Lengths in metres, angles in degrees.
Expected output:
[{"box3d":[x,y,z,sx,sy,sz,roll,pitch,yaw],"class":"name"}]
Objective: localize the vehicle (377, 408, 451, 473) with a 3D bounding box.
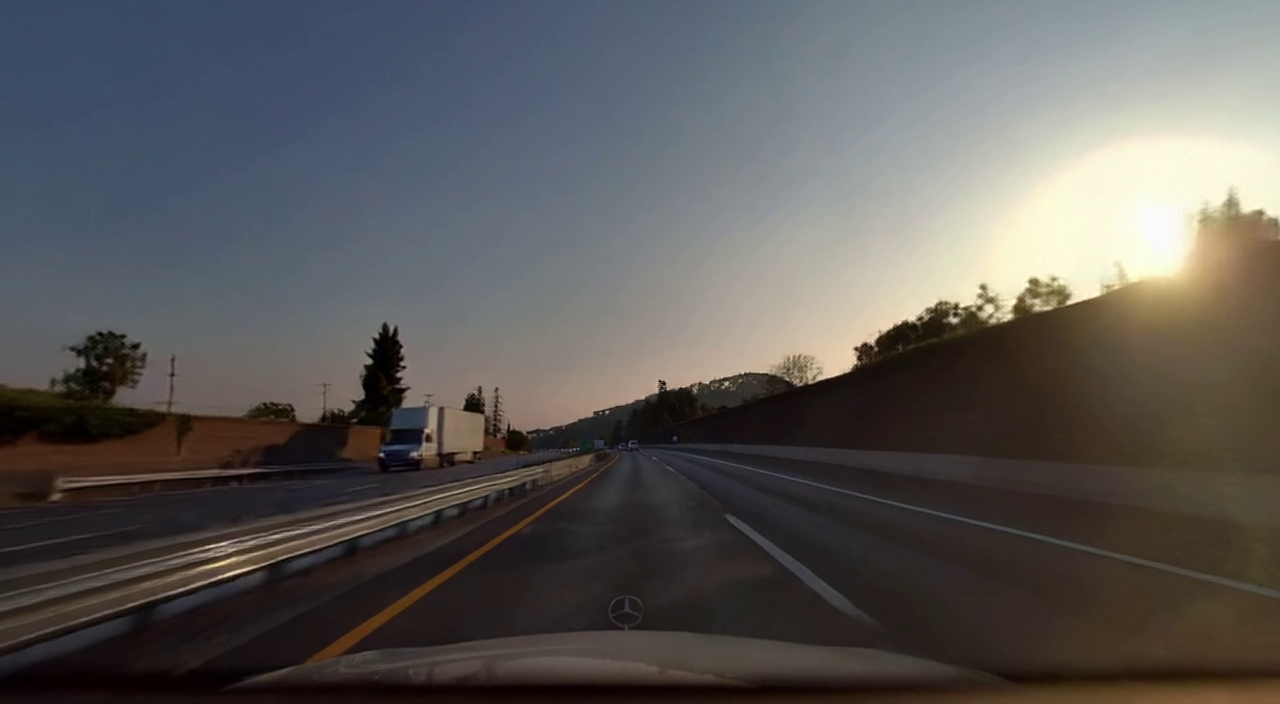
[{"box3d":[-16.236,6.423,45.461,3.730,4.427,4.152,0,-9,-1],"class":"vehicle"}]
